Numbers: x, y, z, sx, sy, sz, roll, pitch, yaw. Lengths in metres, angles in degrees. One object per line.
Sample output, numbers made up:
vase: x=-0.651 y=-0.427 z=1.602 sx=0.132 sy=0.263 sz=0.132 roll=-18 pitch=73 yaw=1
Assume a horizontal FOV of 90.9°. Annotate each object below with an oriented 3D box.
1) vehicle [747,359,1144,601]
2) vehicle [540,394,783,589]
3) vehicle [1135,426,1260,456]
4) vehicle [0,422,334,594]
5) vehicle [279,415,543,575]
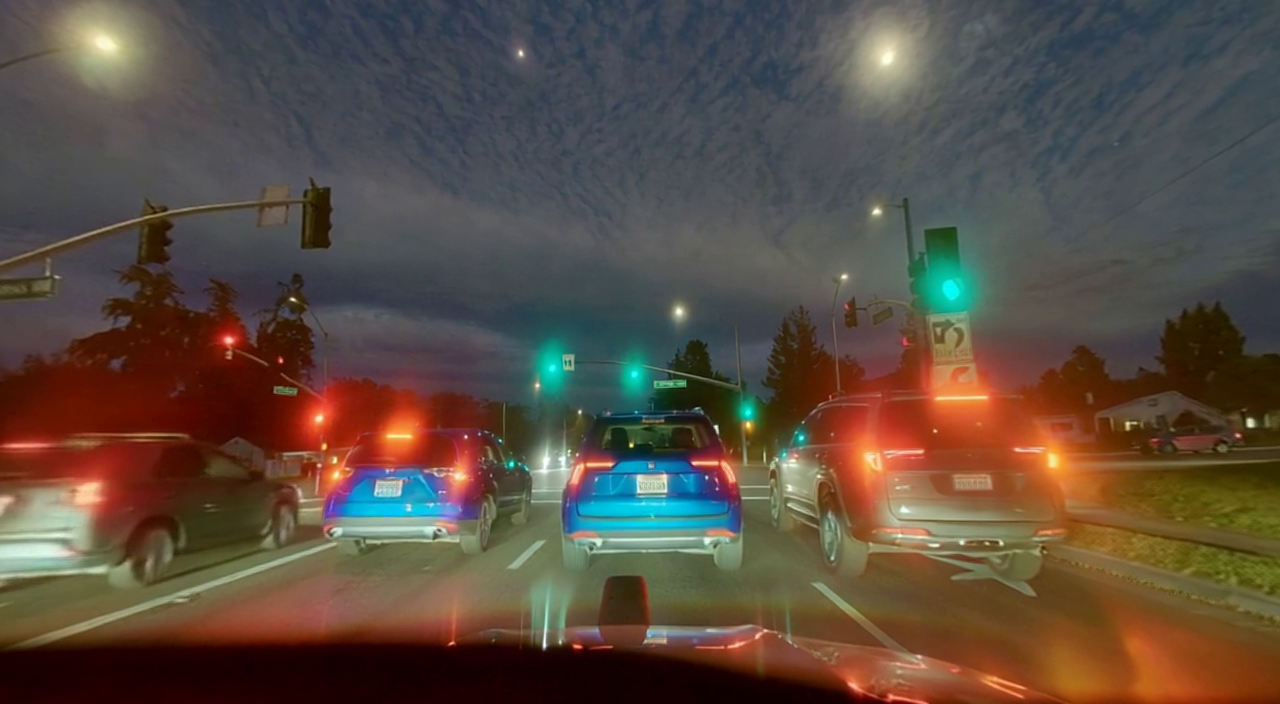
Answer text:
vehicle: x=3.091 y=1.508 z=8.298 sx=2.338 sy=2.063 sz=5.672 roll=0 pitch=-9 yaw=0
vehicle: x=0.165 y=1.598 z=7.983 sx=2.235 sy=1.778 sz=4.178 roll=0 pitch=-9 yaw=-1
vehicle: x=28.179 y=4.507 z=31.979 sx=4.512 sy=1.444 sz=1.859 roll=0 pitch=-9 yaw=0
vehicle: x=-6.380 y=1.900 z=8.598 sx=2.193 sy=1.687 sz=4.507 roll=0 pitch=-9 yaw=-1
vehicle: x=-2.762 y=1.843 z=8.957 sx=2.058 sy=1.659 sz=4.514 roll=0 pitch=-9 yaw=0
